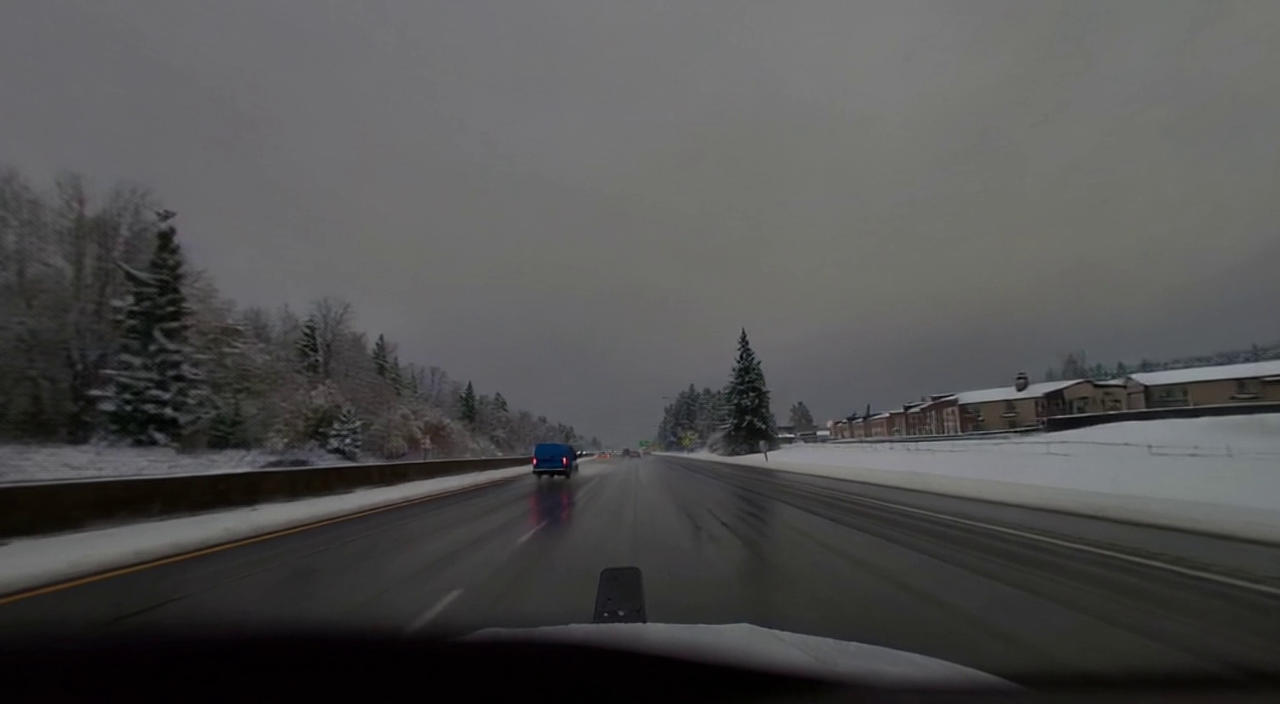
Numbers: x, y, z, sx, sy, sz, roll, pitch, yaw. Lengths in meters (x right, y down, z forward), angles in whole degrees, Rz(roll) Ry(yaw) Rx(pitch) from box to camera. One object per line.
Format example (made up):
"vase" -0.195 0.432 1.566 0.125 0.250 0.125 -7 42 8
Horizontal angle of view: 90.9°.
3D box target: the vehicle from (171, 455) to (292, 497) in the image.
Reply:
"vehicle" -16.222 4.929 25.348 1.933 1.477 4.382 0 -9 0

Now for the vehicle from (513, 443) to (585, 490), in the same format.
"vehicle" -3.247 4.199 23.300 1.965 1.556 3.971 -1 -9 1
